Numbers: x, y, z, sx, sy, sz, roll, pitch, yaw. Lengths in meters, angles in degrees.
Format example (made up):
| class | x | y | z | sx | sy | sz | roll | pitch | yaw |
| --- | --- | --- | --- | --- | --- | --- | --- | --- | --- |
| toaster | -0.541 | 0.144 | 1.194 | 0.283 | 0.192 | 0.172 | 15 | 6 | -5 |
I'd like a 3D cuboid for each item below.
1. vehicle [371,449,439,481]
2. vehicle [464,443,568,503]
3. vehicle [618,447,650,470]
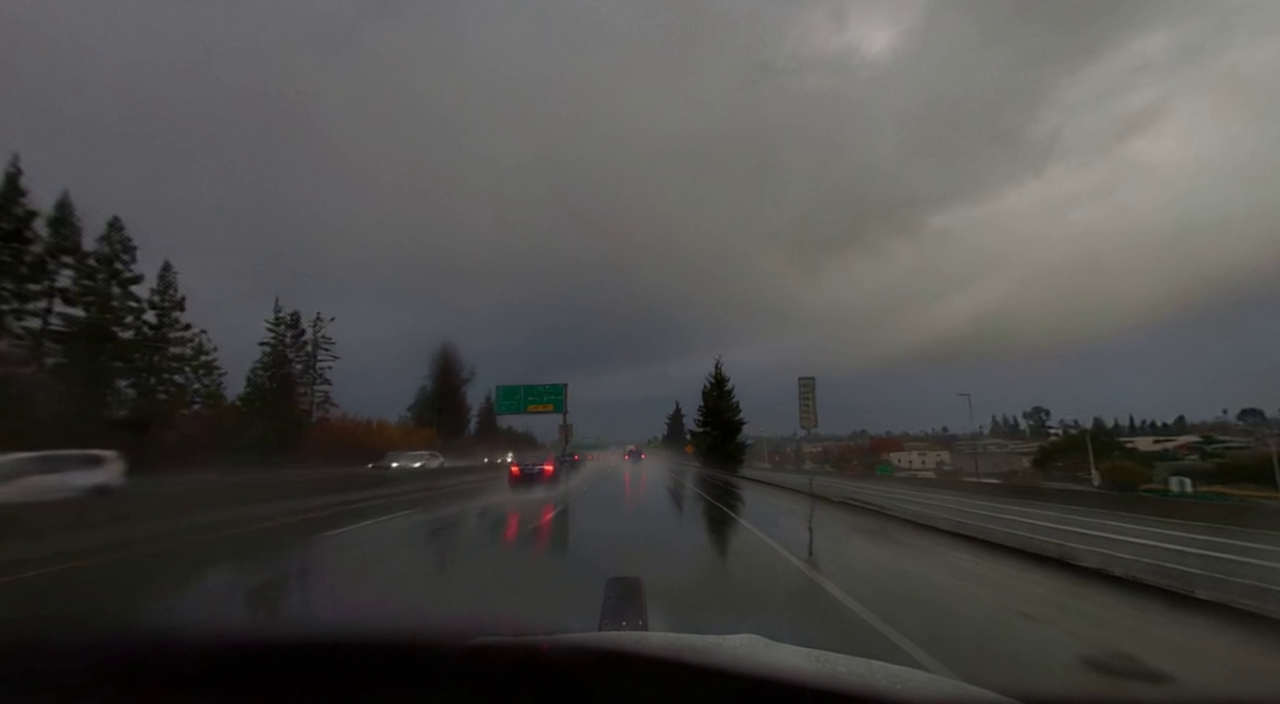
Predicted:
| class | x | y | z | sx | sy | sz | roll | pitch | yaw |
| --- | --- | --- | --- | --- | --- | --- | --- | --- | --- |
| vehicle | -13.631 | 6.539 | 36.863 | 2.105 | 1.676 | 4.777 | 0 | -8 | 0 |
| vehicle | -3.444 | 3.447 | 18.507 | 2.067 | 1.509 | 4.551 | 0 | -8 | 1 |
| vehicle | -0.425 | 7.227 | 43.051 | 2.100 | 1.471 | 3.956 | 0 | -8 | -1 |
